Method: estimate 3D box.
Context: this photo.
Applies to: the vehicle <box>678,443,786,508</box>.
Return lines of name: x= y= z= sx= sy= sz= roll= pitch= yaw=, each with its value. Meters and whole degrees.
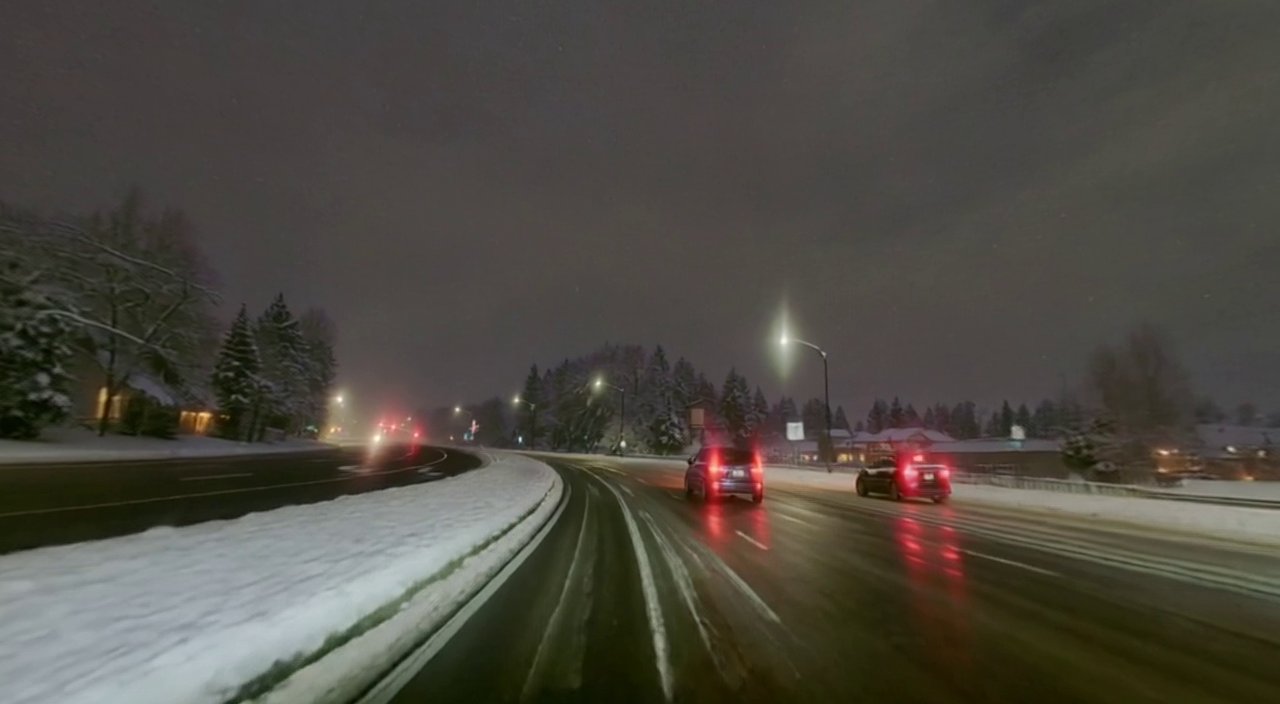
vehicle: x=2.513 y=3.549 z=18.626 sx=2.122 sy=1.646 sz=4.525 roll=1 pitch=-9 yaw=-5

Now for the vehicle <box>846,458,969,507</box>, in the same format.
vehicle: x=9.178 y=4.482 z=22.212 sx=1.940 sy=1.460 sz=4.652 roll=1 pitch=-9 yaw=-5
